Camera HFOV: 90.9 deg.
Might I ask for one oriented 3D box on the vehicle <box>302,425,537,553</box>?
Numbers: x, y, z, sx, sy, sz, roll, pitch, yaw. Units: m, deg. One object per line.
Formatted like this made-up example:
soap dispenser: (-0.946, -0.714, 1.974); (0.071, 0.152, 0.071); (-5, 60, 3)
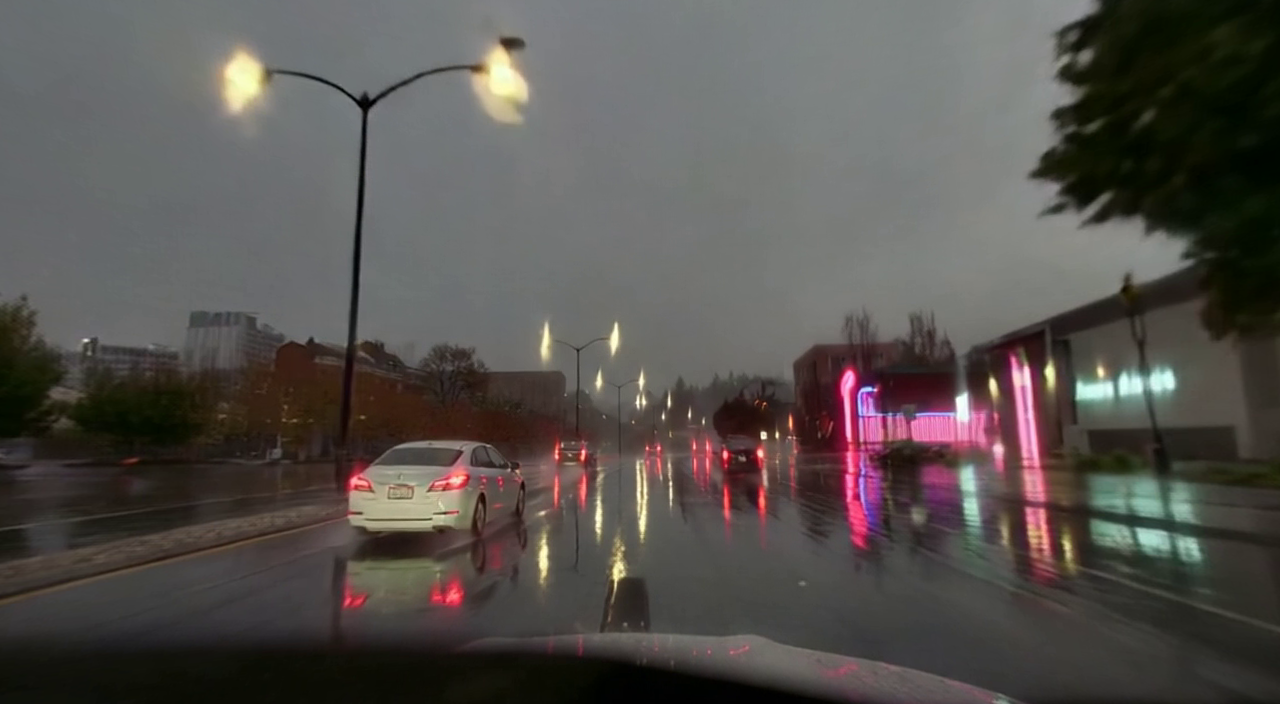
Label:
vehicle: (-3.101, 2.030, 10.078); (2.118, 1.568, 4.436); (0, -8, 1)

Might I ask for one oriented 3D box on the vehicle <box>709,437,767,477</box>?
vehicle: (4.538, 4.924, 29.778); (2.103, 1.699, 4.171); (0, -8, 1)

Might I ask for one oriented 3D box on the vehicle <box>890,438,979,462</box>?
vehicle: (18.759, 6.267, 40.358); (4.583, 1.491, 2.192); (0, -8, -1)

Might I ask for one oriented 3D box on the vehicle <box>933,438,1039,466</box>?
vehicle: (18.920, 5.477, 34.630); (4.502, 1.454, 2.129); (0, -9, 0)

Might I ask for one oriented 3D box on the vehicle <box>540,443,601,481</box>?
vehicle: (-2.872, 4.652, 27.005); (1.980, 1.454, 4.226); (-1, -8, 3)
